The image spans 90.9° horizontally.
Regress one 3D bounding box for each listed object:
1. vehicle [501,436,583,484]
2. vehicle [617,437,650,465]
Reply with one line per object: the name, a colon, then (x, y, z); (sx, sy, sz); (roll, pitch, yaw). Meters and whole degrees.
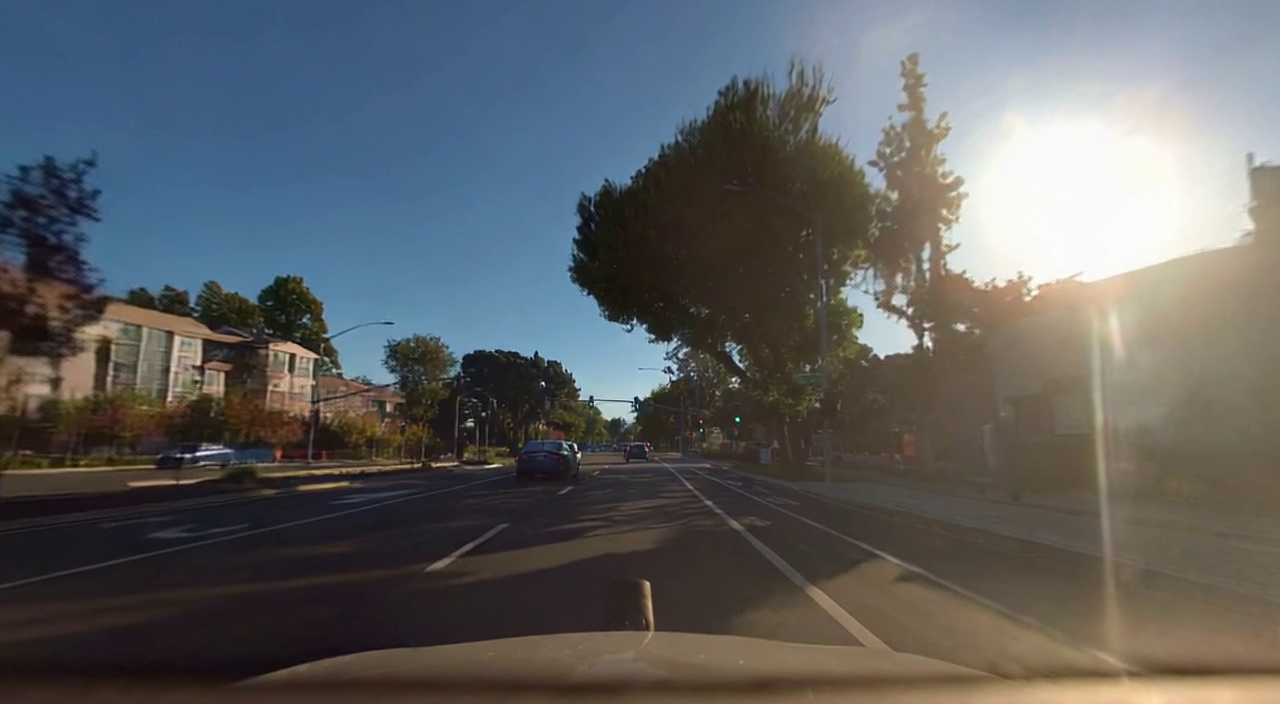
vehicle: (-3.277, 3.703, 21.954); (2.015, 1.470, 4.458); (0, -8, 1)
vehicle: (-0.400, 6.832, 43.659); (2.153, 1.764, 4.047); (0, -8, 0)
